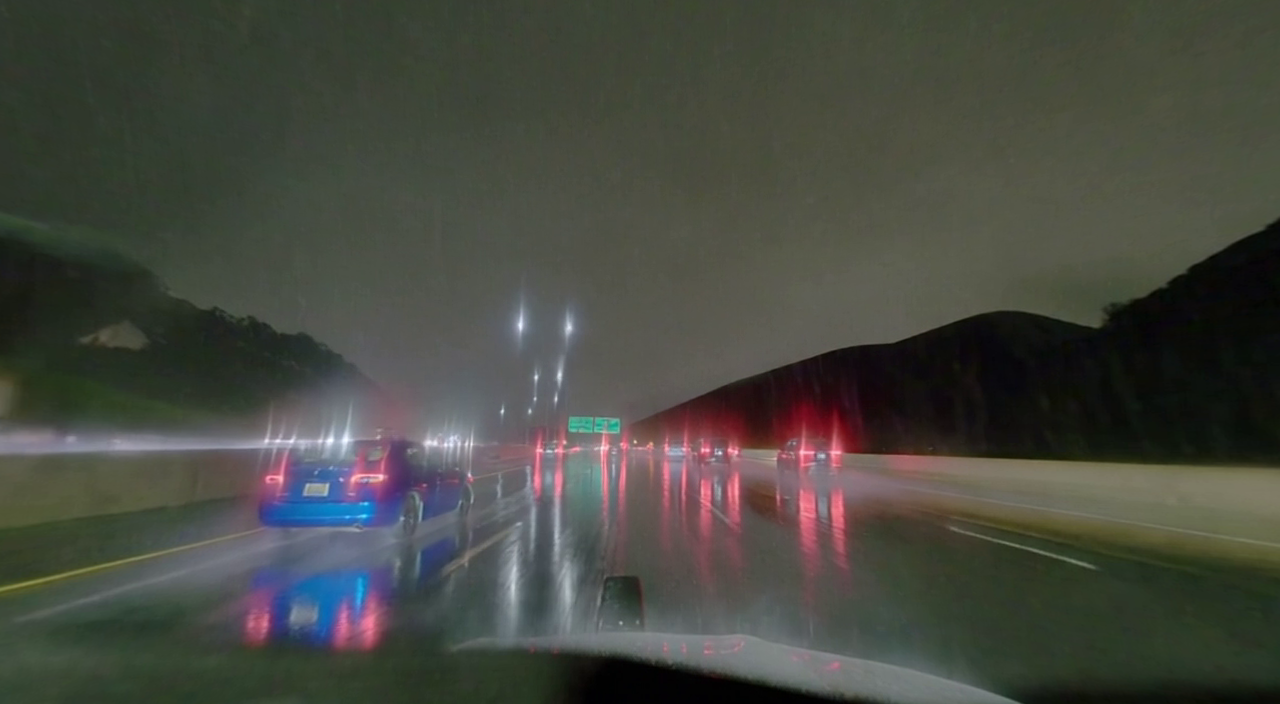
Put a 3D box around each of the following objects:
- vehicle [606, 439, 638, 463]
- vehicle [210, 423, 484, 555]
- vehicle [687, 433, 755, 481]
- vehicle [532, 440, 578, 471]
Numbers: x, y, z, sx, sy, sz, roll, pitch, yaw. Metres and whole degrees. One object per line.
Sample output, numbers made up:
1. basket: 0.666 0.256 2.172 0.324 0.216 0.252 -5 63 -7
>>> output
1. vehicle: -1.232 7.023 44.669 2.147 1.572 4.094 0 -9 -1
2. vehicle: -3.938 1.915 9.488 1.993 1.500 4.248 0 -9 1
3. vehicle: 3.314 4.420 26.795 2.222 1.820 4.733 0 -9 0
4. vehicle: -4.306 5.305 32.358 1.796 1.464 3.839 0 -9 0
